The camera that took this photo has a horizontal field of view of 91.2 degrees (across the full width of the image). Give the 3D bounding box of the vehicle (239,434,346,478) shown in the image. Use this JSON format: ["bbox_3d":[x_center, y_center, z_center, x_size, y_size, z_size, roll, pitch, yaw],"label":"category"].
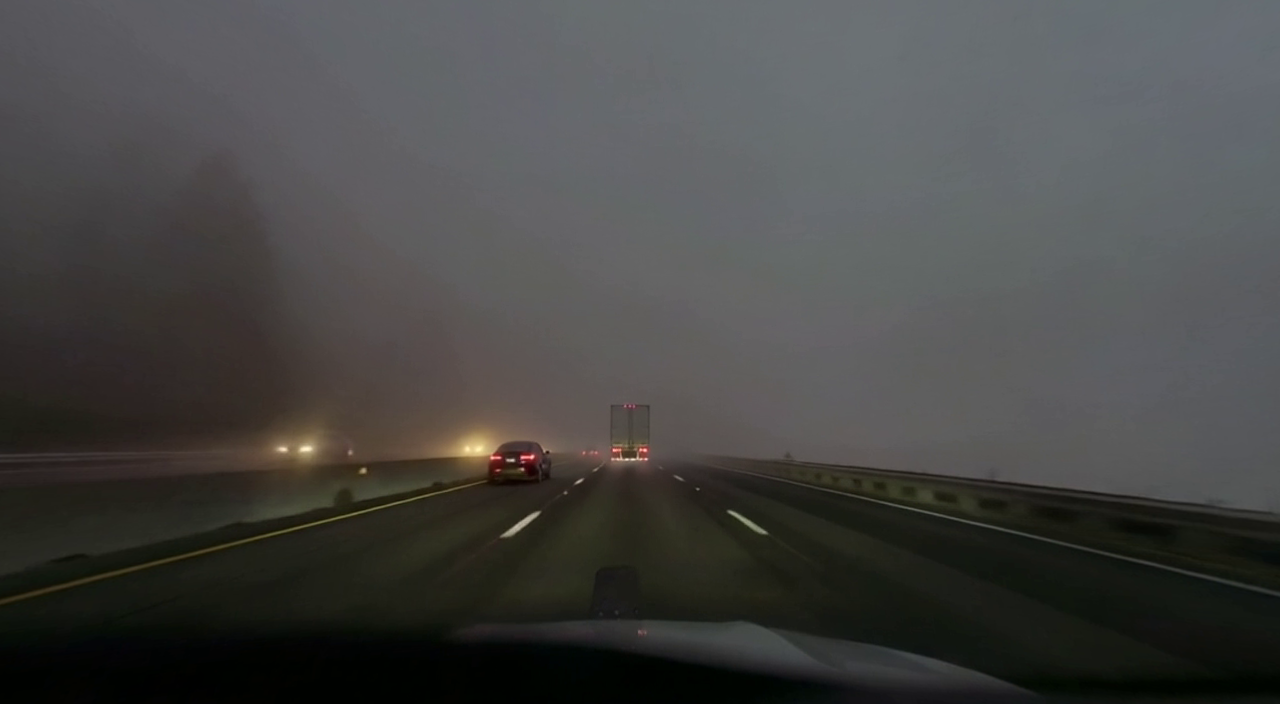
[{"bbox_3d":[-13.123,3.953,23.989,1.815,1.494,4.002,0,-9,0],"label":"vehicle"}]

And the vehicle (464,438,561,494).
[{"bbox_3d":[-3.780,3.480,19.435,2.057,1.519,4.372,0,-9,1],"label":"vehicle"}]
